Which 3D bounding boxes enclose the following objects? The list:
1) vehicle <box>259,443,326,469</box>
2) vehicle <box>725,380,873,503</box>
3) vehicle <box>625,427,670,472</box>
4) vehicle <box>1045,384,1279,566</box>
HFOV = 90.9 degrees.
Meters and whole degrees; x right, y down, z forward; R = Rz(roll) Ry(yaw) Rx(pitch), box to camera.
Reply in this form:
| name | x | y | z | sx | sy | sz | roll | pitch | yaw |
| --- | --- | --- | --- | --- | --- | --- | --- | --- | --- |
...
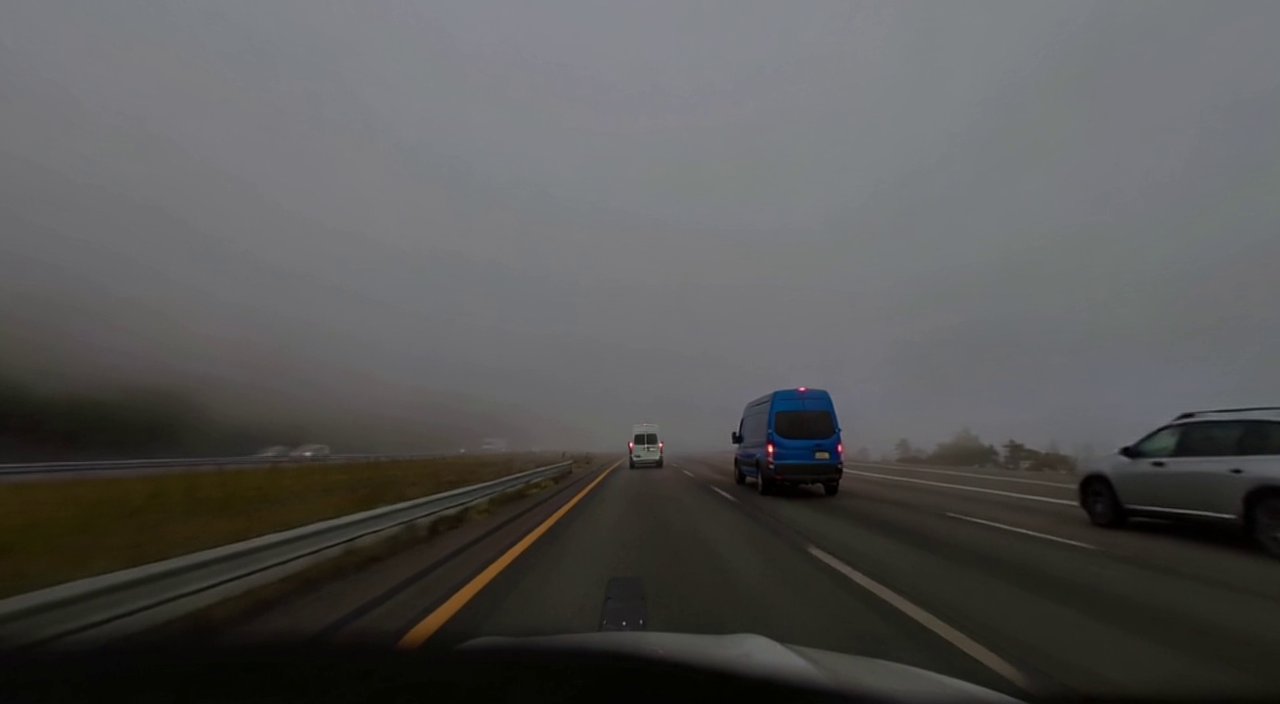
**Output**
| name | x | y | z | sx | sy | sz | roll | pitch | yaw |
| --- | --- | --- | --- | --- | --- | --- | --- | --- | --- |
| vehicle | -24.592 | 7.367 | 44.859 | 2.012 | 1.697 | 4.756 | 0 | -8 | 1 |
| vehicle | 3.877 | 2.379 | 16.858 | 2.302 | 2.670 | 6.176 | 0 | -8 | 0 |
| vehicle | 0.364 | 4.930 | 32.130 | 2.131 | 2.122 | 4.473 | 0 | -8 | 0 |
| vehicle | 7.946 | 1.509 | 8.091 | 2.240 | 1.925 | 4.854 | 0 | -8 | 0 |
